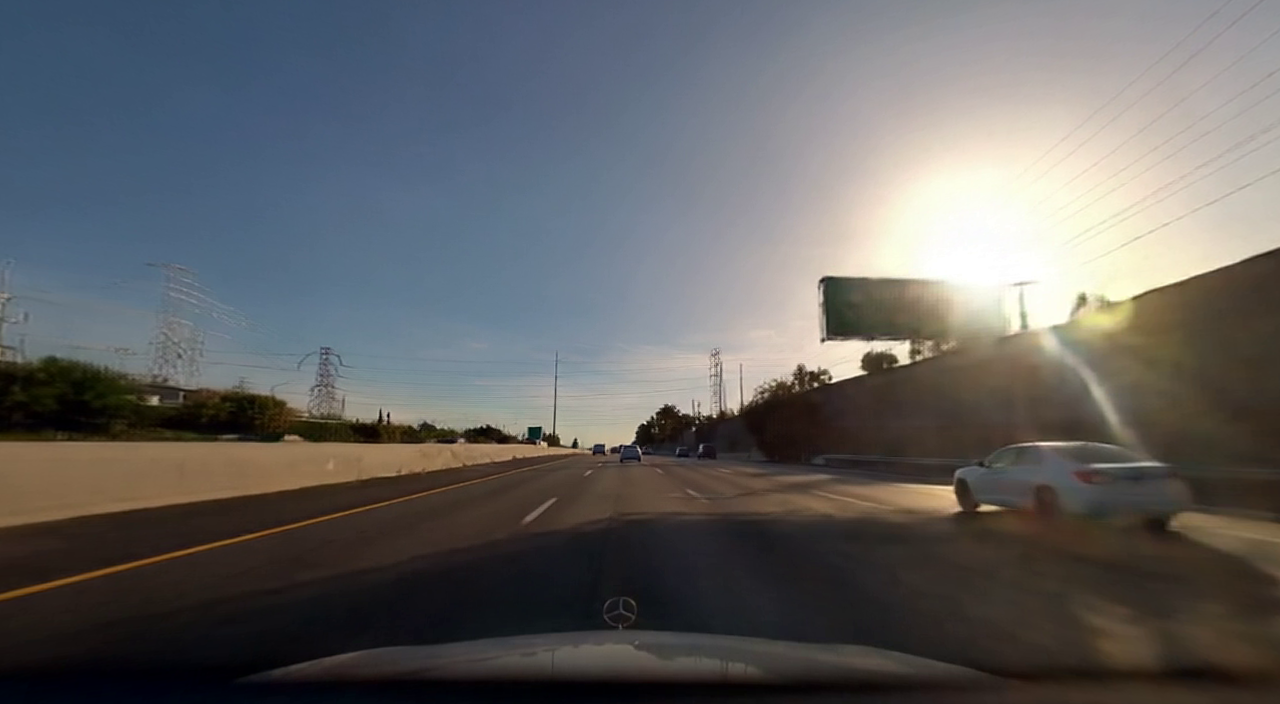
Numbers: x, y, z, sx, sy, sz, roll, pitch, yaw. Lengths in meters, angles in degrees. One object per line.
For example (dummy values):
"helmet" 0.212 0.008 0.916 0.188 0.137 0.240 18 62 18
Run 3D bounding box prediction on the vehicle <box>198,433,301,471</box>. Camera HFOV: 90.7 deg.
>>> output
"vehicle" -20.335 5.238 33.282 2.213 1.823 5.049 0 -8 0

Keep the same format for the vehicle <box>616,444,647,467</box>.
"vehicle" -0.621 7.165 44.016 2.109 1.489 4.027 0 -8 -2

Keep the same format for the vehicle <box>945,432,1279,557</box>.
"vehicle" 6.637 1.983 9.568 1.876 1.451 4.154 0 -8 -2
